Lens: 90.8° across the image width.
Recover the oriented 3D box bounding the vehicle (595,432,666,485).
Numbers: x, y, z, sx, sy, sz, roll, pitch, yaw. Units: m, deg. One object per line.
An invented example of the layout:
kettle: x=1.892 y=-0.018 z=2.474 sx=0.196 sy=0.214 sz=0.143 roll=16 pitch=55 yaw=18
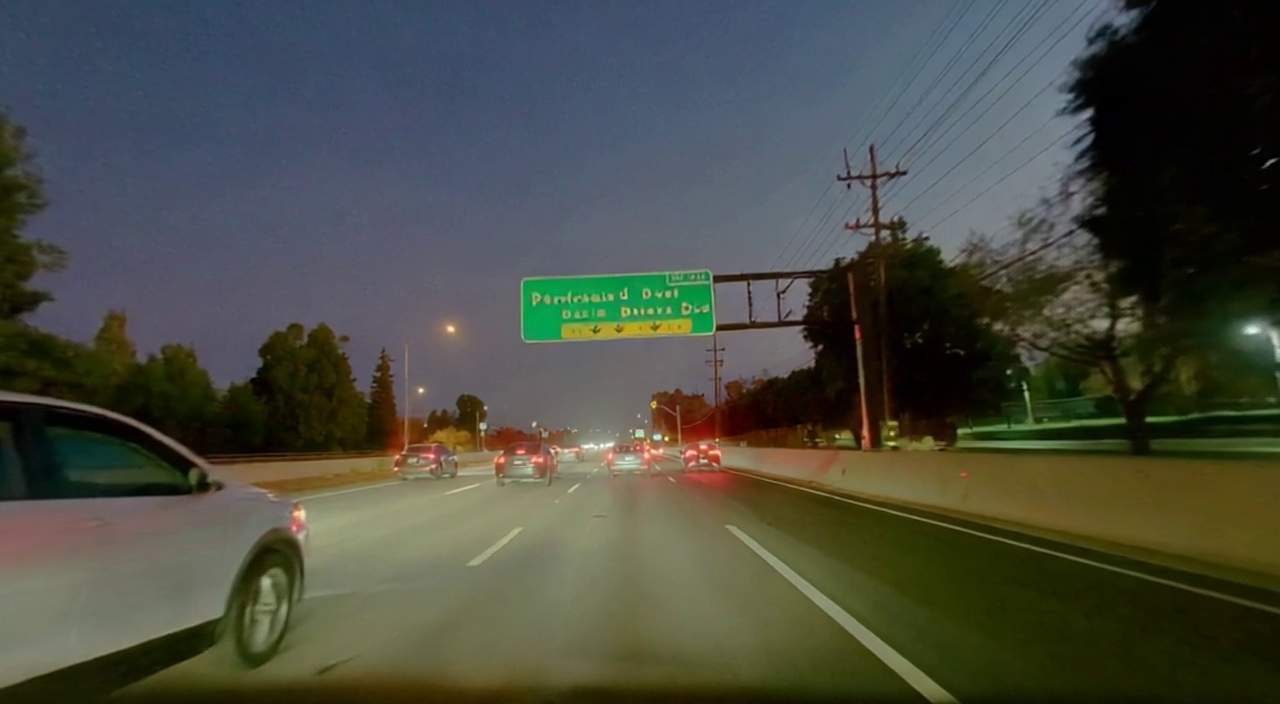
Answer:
vehicle: x=-0.357 y=3.746 z=22.518 sx=2.284 sy=1.699 sz=4.168 roll=0 pitch=-8 yaw=-1

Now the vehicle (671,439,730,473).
vehicle: x=2.818 y=4.985 z=30.512 sx=2.197 sy=1.464 sz=4.356 roll=0 pitch=-8 yaw=-3

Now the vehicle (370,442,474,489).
vehicle: x=-7.311 y=3.822 z=21.764 sx=1.959 sy=1.435 sz=4.719 roll=0 pitch=-8 yaw=-1

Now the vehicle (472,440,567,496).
vehicle: x=-3.413 y=3.356 z=18.789 sx=1.958 sy=1.447 sz=4.454 roll=0 pitch=-8 yaw=0

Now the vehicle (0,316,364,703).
vehicle: x=-3.243 y=0.810 z=2.424 sx=2.277 sy=1.728 sz=4.661 roll=0 pitch=-8 yaw=0
